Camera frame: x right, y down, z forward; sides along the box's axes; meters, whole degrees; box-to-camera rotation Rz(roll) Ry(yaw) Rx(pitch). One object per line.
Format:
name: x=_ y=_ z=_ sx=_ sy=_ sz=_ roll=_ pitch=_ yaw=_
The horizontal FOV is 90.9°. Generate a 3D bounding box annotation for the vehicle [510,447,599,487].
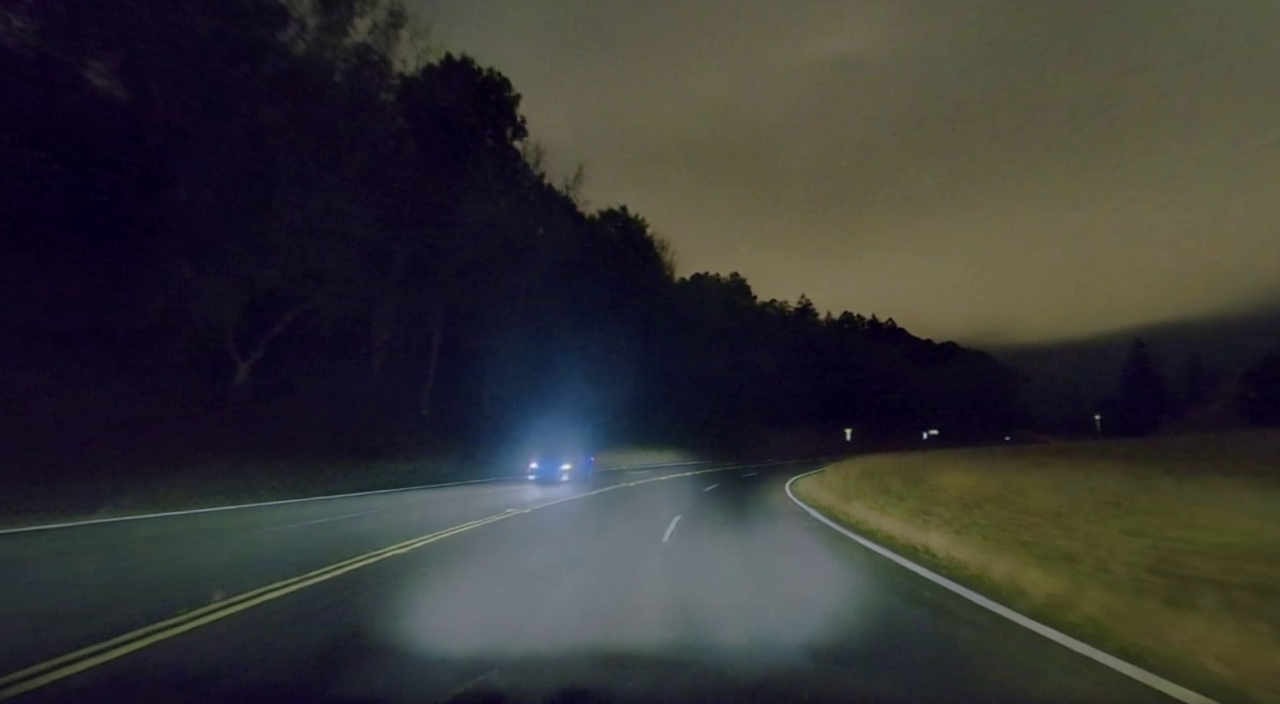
vehicle: x=-3.488 y=4.826 z=26.874 sx=2.111 sy=1.509 sz=4.823 roll=-2 pitch=-9 yaw=14
